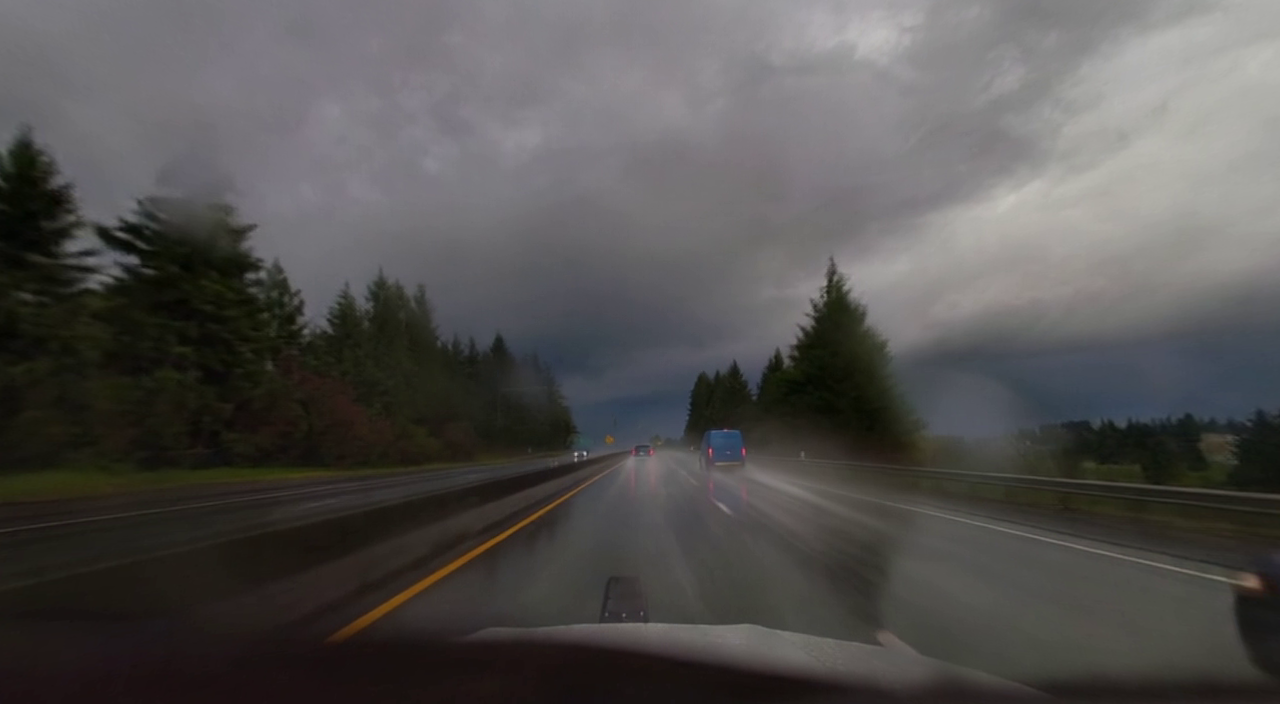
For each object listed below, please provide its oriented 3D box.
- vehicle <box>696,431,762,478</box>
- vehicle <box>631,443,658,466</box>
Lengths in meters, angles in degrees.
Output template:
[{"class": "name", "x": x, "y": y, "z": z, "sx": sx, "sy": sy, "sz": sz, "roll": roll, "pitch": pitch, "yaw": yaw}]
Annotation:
[{"class": "vehicle", "x": 4.131, "y": 4.899, "z": 30.281, "sx": 2.371, "sy": 2.045, "sz": 4.768, "roll": 0, "pitch": -9, "yaw": -1}, {"class": "vehicle", "x": 0.372, "y": 8.096, "z": 49.965, "sx": 2.087, "sy": 1.707, "sz": 4.316, "roll": 0, "pitch": -9, "yaw": 1}]
